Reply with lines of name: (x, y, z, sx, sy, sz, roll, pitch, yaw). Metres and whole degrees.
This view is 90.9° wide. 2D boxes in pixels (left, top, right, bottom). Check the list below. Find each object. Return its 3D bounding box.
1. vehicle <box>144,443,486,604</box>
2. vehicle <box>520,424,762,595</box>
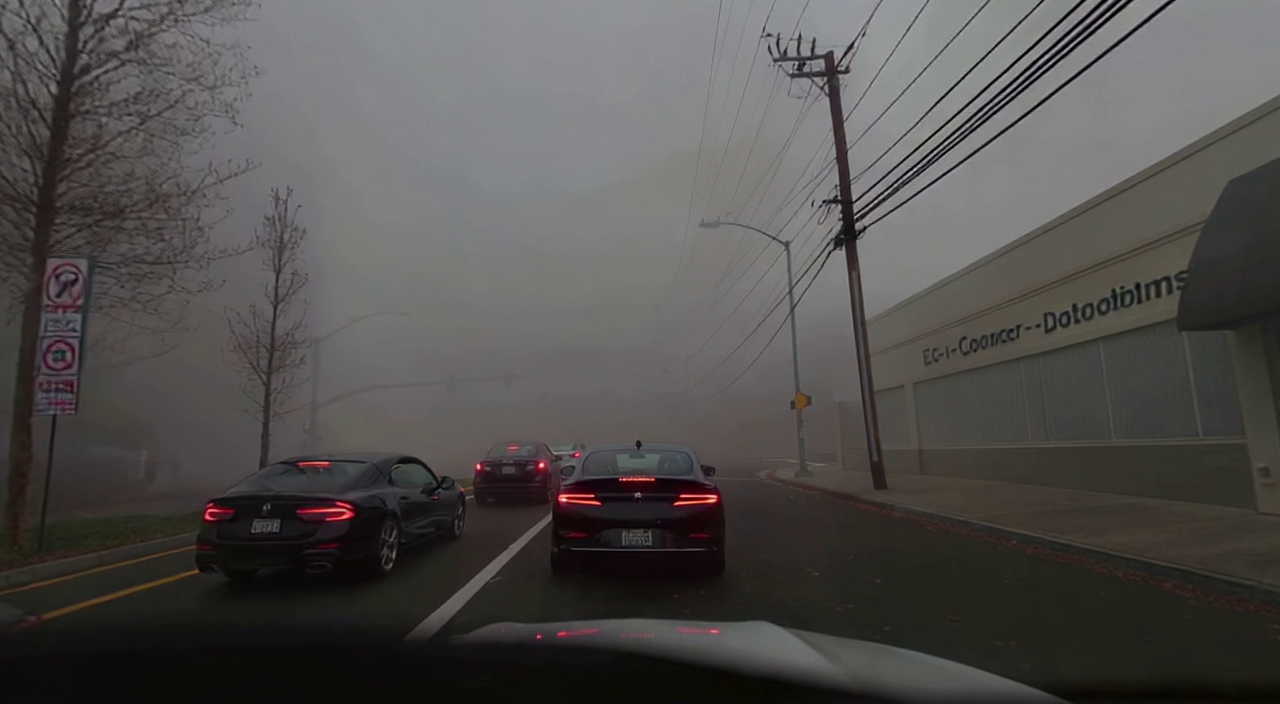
vehicle: (-3.233, 1.746, 7.350, 1.765, 1.319, 4.013, 0, -9, 1)
vehicle: (-0.009, 1.675, 7.534, 2.101, 1.469, 3.955, 0, -9, 0)
